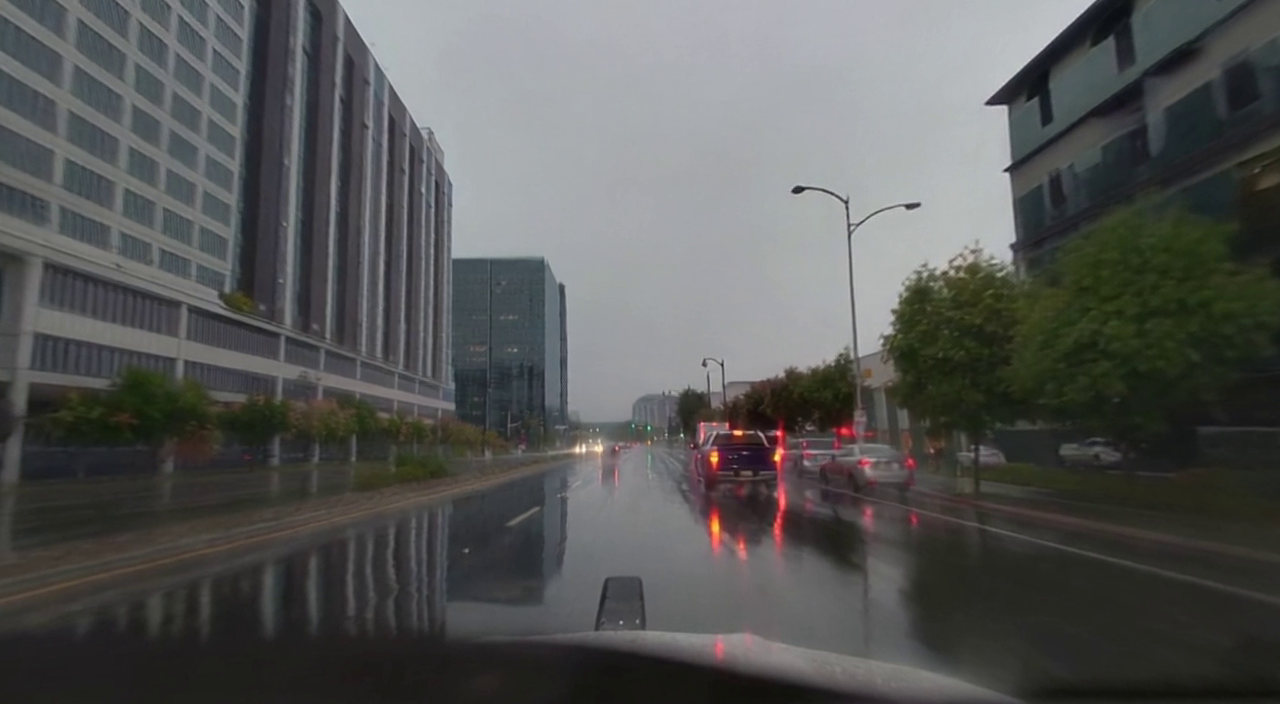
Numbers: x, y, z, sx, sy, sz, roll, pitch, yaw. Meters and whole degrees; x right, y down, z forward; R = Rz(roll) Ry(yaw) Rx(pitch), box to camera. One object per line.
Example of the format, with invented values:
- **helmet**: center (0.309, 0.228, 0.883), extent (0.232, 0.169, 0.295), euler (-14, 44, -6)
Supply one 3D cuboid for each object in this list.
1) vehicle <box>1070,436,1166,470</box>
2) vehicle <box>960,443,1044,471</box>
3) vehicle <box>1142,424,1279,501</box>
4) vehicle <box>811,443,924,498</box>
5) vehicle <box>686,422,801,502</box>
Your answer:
- **vehicle**: center (25.766, 5.446, 34.256), extent (1.887, 1.696, 4.337), euler (-1, -9, 3)
- **vehicle**: center (20.287, 5.861, 35.619), extent (1.780, 1.474, 4.533), euler (0, -8, -5)
- **vehicle**: center (14.776, 2.569, 14.895), extent (1.975, 1.648, 4.451), euler (1, -8, -4)
- **vehicle**: center (6.738, 3.536, 19.241), extent (1.795, 1.459, 4.333), euler (0, -9, -1)
- **vehicle**: center (2.514, 2.864, 16.798), extent (2.130, 1.787, 5.126), euler (0, -9, -1)
